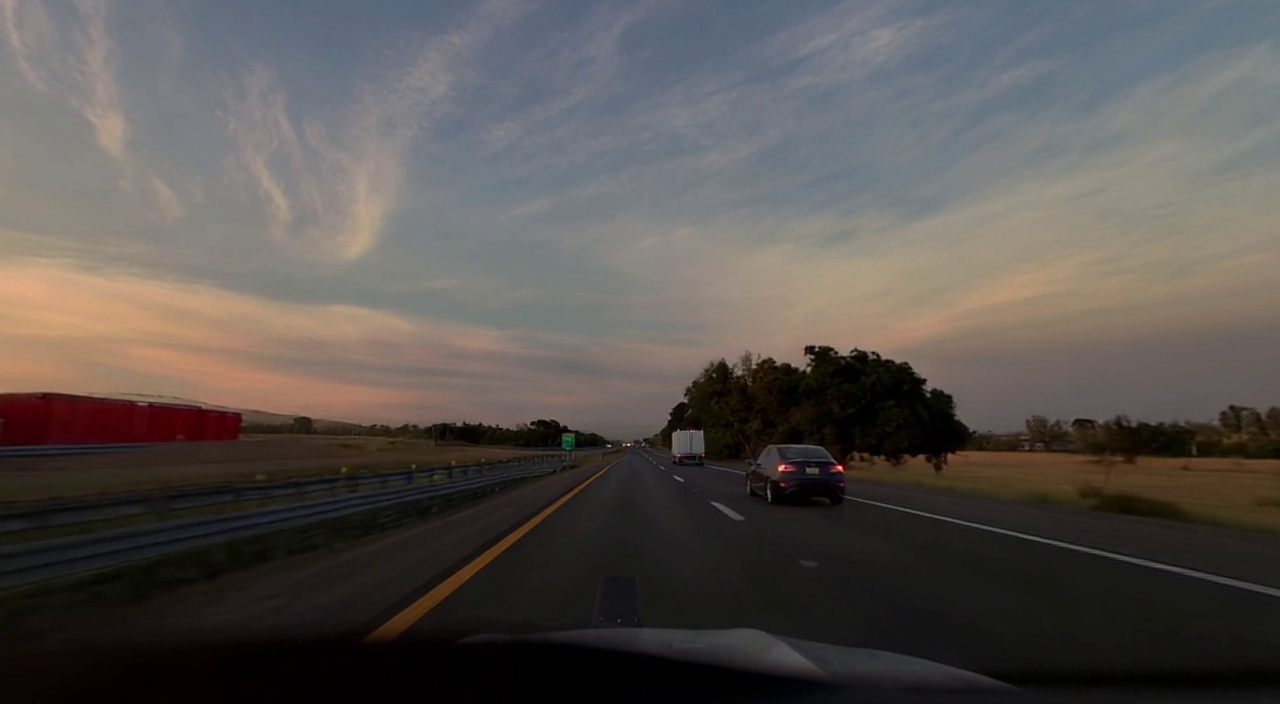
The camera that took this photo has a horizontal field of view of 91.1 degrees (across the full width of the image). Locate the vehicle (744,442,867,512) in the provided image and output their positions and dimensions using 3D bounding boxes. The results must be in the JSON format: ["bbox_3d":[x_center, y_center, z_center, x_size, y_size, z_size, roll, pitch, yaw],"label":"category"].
[{"bbox_3d":[3.852,2.969,15.335,1.836,1.459,3.766,0,-9,-2],"label":"vehicle"}]

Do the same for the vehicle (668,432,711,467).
[{"bbox_3d":[3.791,7.645,49.293,2.597,2.593,5.984,0,-9,-2],"label":"vehicle"}]

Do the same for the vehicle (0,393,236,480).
[{"bbox_3d":[-30.633,5.387,38.657,3.029,4.123,16.728,0,-9,-9],"label":"vehicle"}]
